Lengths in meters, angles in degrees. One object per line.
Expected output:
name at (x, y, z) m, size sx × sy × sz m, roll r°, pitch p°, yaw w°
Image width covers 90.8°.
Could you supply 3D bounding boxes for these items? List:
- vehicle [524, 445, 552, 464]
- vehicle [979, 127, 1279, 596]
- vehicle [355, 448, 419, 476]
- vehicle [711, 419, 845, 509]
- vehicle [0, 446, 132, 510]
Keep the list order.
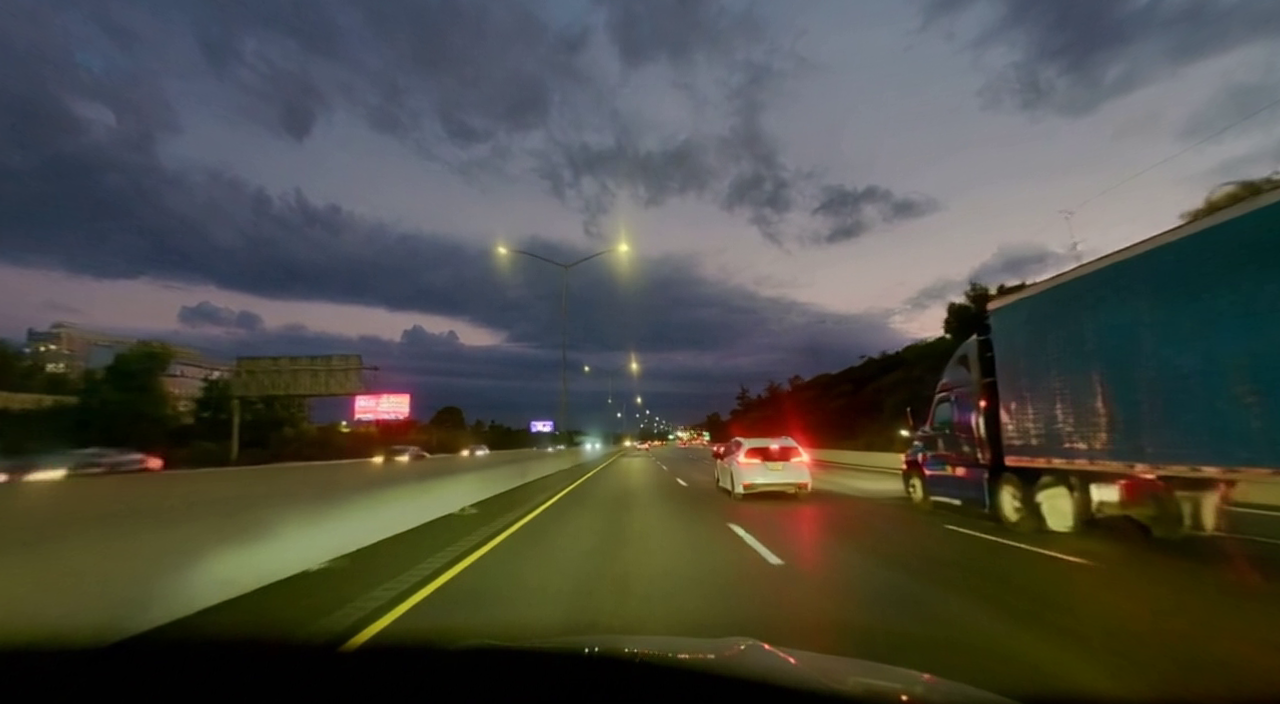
vehicle at (-7.758, 7.781, 48.279) m, size 1.554 × 1.386 × 3.320 m, roll 0°, pitch -8°, yaw -1°
vehicle at (7.075, -0.325, 2.816) m, size 2.864 × 4.060 × 14.637 m, roll 0°, pitch -8°, yaw -1°
vehicle at (-14.592, 6.339, 36.732) m, size 1.883 × 1.466 × 4.636 m, roll 0°, pitch -8°, yaw 0°
vehicle at (2.906, 2.490, 14.444) m, size 1.973 × 1.710 × 4.476 m, roll 0°, pitch -8°, yaw -1°
vehicle at (-18.233, 3.696, 19.011) m, size 1.967 × 1.682 × 4.682 m, roll 0°, pitch -8°, yaw 0°
